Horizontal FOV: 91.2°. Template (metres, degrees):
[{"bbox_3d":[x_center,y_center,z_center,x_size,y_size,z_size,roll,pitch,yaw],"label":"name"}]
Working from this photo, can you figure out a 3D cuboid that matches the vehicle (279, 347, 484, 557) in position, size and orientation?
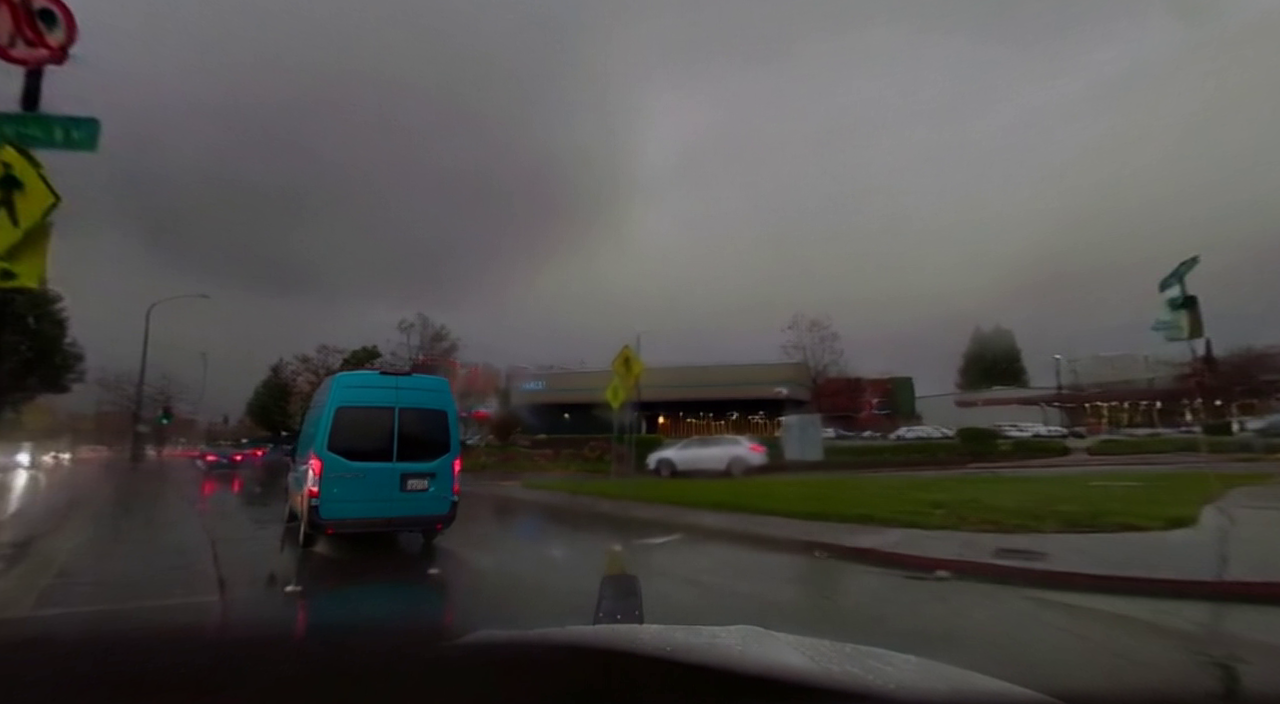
[{"bbox_3d":[-4.772,1.693,10.954,2.432,2.624,5.670,5,-10,-29],"label":"vehicle"}]

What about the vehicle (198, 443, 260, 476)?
[{"bbox_3d":[-20.656,5.352,31.382,1.933,1.533,4.457,8,-11,-40],"label":"vehicle"}]

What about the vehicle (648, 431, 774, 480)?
[{"bbox_3d":[2.442,3.552,21.621,4.109,1.592,2.008,-1,-9,8],"label":"vehicle"}]

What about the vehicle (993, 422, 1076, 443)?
[{"bbox_3d":[30.024,6.186,47.813,2.003,1.520,4.883,6,-11,-34],"label":"vehicle"}]

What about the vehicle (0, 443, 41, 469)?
[{"bbox_3d":[-42.633,7.025,42.451,1.938,1.688,4.523,6,-10,-32],"label":"vehicle"}]
